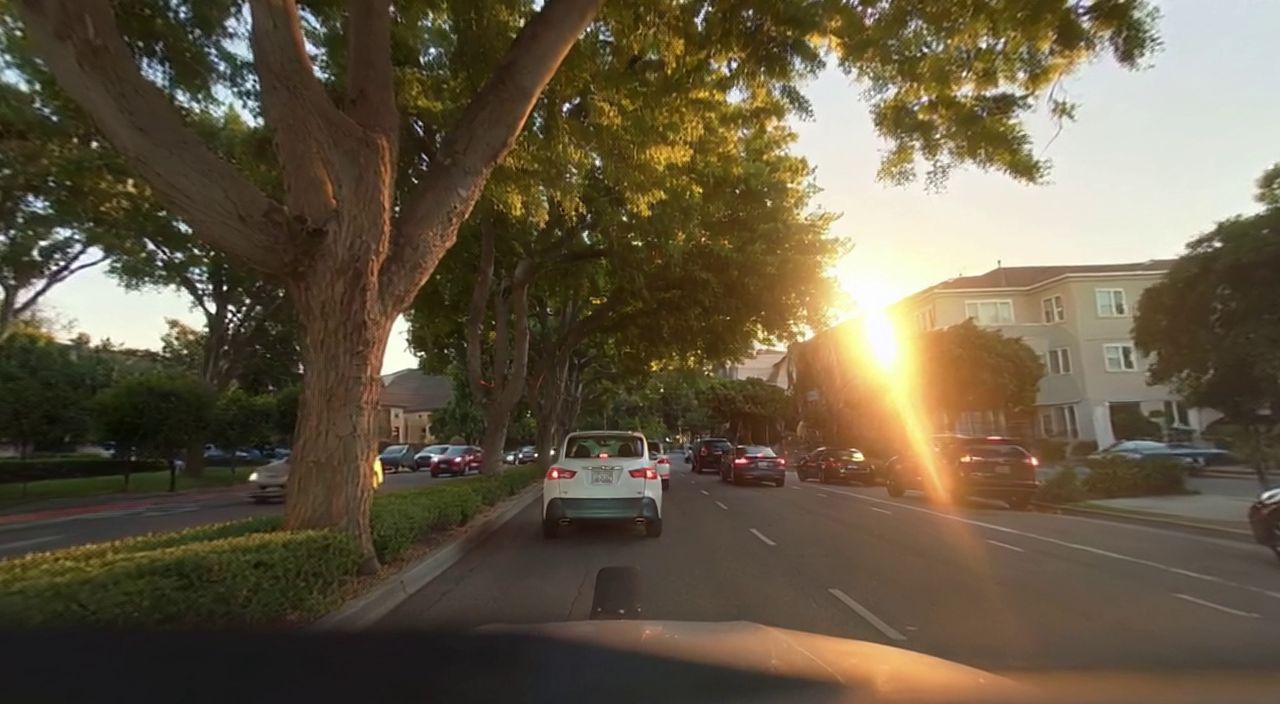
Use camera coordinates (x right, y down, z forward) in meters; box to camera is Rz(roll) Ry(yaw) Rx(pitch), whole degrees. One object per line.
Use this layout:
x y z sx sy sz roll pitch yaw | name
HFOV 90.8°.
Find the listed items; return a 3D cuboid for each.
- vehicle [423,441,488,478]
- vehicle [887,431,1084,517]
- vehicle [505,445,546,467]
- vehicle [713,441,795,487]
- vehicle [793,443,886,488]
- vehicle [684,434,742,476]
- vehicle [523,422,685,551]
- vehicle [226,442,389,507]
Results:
-8.882 5.186 30.759 1.920 1.663 4.036 0 -8 1 | vehicle
7.757 2.754 14.813 2.168 1.709 4.289 0 -8 0 | vehicle
-8.233 7.537 45.987 2.039 1.466 4.553 0 -8 1 | vehicle
3.953 3.963 22.692 2.175 1.477 4.520 0 -8 1 | vehicle
7.195 4.104 23.287 1.977 1.485 4.308 0 -8 0 | vehicle
3.409 4.901 30.408 2.114 1.846 4.659 0 -8 -1 | vehicle
-0.549 2.030 10.157 2.106 1.655 3.717 0 -8 -3 | vehicle
-8.804 3.252 17.320 1.938 1.513 4.593 0 -8 0 | vehicle
